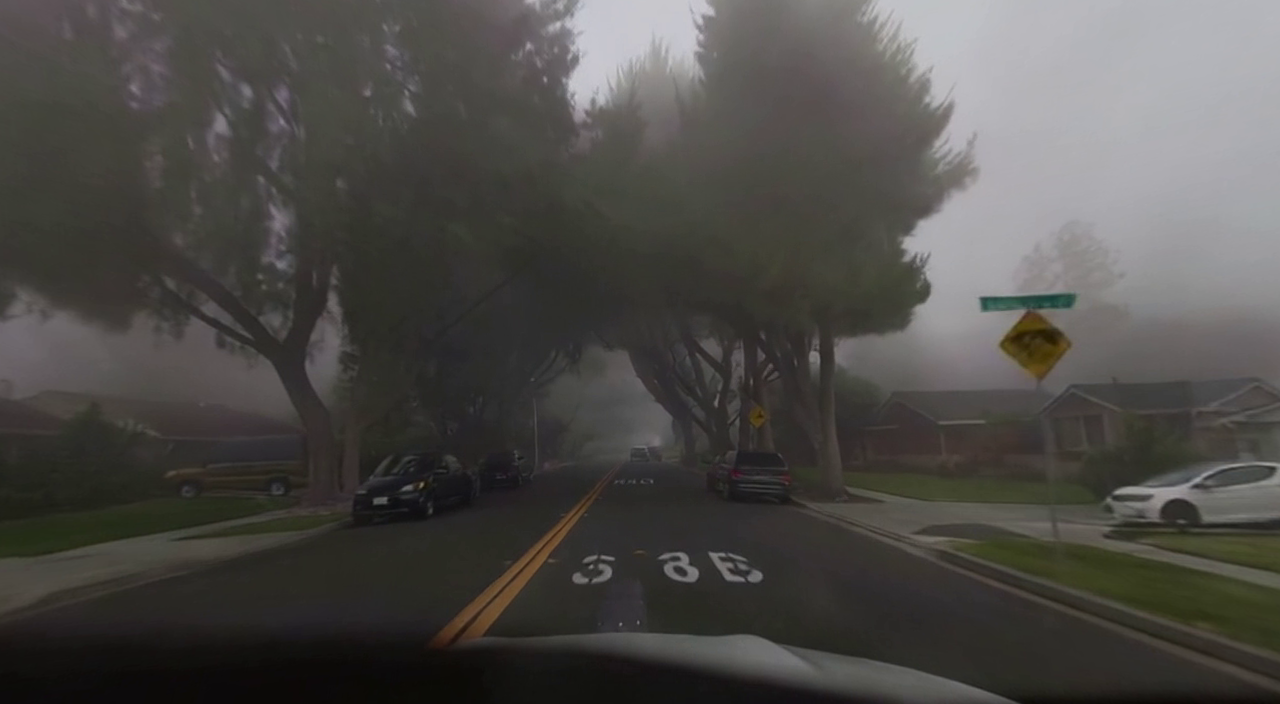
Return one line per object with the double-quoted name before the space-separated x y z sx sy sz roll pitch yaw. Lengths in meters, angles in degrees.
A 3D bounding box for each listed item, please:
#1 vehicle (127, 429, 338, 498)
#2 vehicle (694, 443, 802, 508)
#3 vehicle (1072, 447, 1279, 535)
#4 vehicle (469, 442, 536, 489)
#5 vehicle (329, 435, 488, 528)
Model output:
"vehicle" -12.937 3.569 20.365 5.234 2.076 2.197 0 -8 1
"vehicle" 2.796 3.306 17.458 2.047 1.532 4.350 0 -8 -2
"vehicle" 10.962 2.480 11.634 4.628 1.403 1.926 0 -8 -3
"vehicle" -6.105 5.093 28.492 2.027 1.803 4.306 -4 -9 -1
"vehicle" -5.614 3.138 16.226 2.155 1.907 5.100 -2 -7 0
